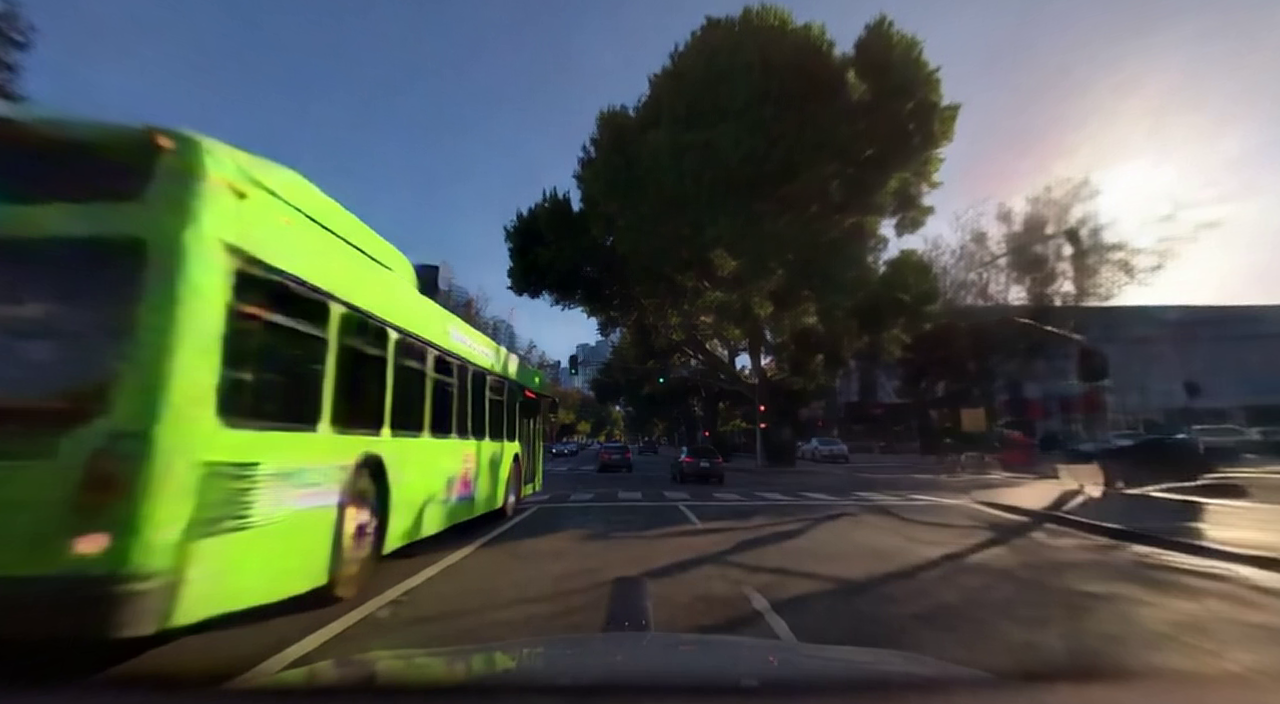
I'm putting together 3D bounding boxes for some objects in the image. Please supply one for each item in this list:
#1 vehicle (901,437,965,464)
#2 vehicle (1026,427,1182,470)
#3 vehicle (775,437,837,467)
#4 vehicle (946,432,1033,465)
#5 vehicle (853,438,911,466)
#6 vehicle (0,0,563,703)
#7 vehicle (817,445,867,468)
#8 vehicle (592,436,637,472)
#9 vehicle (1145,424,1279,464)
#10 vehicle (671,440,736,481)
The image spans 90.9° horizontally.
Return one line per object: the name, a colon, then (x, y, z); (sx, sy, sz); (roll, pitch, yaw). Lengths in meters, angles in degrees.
vehicle: (19.749, 6.662, 42.684); (2.143, 1.731, 4.290); (1, -8, -2)
vehicle: (22.482, 4.684, 30.736); (5.766, 2.002, 2.298); (0, -9, -1)
vehicle: (11.056, 6.714, 42.418); (2.304, 1.907, 4.844); (1, -9, -8)
vehicle: (23.392, 6.428, 42.489); (2.384, 1.959, 5.372); (-2, -7, -6)
vehicle: (16.341, 6.776, 42.874); (2.020, 1.796, 4.600); (0, -8, -2)
vehicle: (-3.629, 1.130, 9.313); (3.018, 3.217, 13.998); (0, -8, 1)
vehicle: (13.523, 6.996, 42.346); (1.860, 1.443, 3.772); (0, -8, -5)
vehicle: (-1.390, 5.513, 34.315); (2.301, 1.837, 4.411); (0, -8, -2)
vehicle: (35.274, 5.645, 38.714); (6.271, 2.145, 2.510); (-2, -8, -1)
vehicle: (2.522, 4.447, 26.136); (2.046, 1.540, 3.883); (1, -8, -4)
